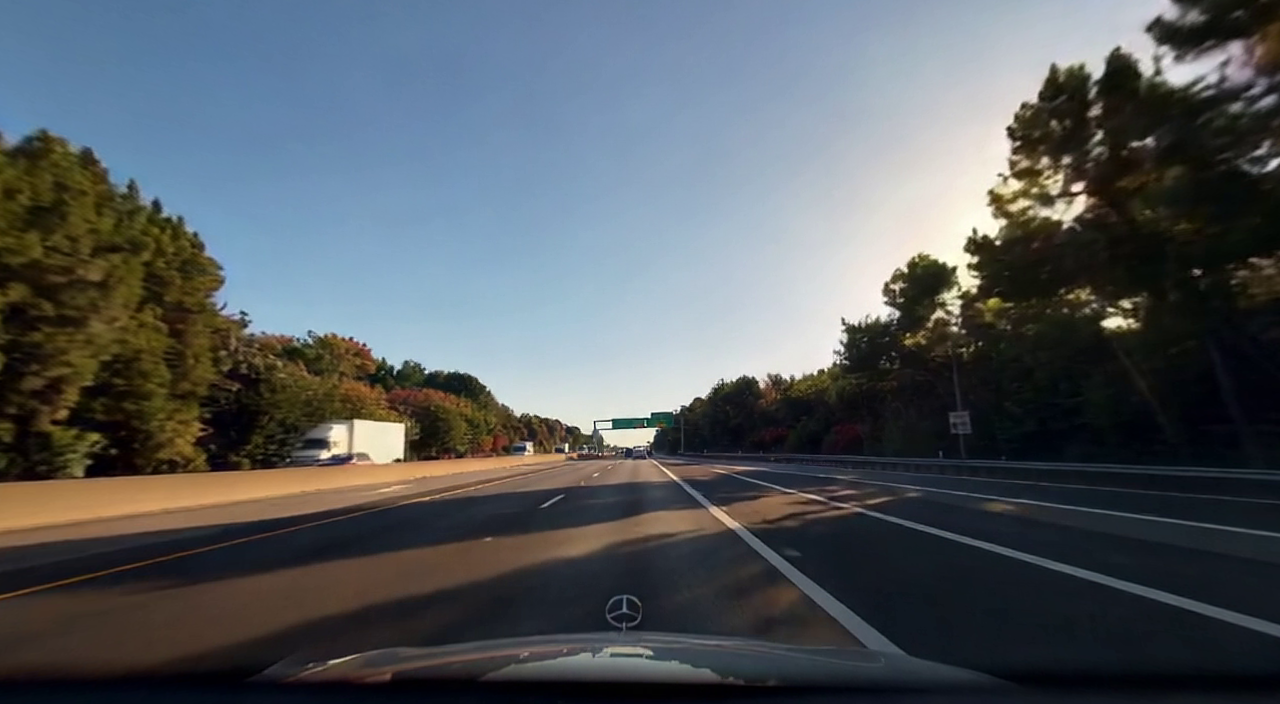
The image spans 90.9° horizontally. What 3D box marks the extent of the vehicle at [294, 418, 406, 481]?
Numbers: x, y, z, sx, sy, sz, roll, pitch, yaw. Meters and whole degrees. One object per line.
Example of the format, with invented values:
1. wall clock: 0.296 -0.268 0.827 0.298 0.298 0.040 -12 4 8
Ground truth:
1. vehicle: -18.263 6.267 40.592 2.824 3.571 9.191 0 -9 -1

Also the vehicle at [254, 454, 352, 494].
1. vehicle: -14.069 5.095 26.608 1.830 1.493 4.238 0 -9 -1
